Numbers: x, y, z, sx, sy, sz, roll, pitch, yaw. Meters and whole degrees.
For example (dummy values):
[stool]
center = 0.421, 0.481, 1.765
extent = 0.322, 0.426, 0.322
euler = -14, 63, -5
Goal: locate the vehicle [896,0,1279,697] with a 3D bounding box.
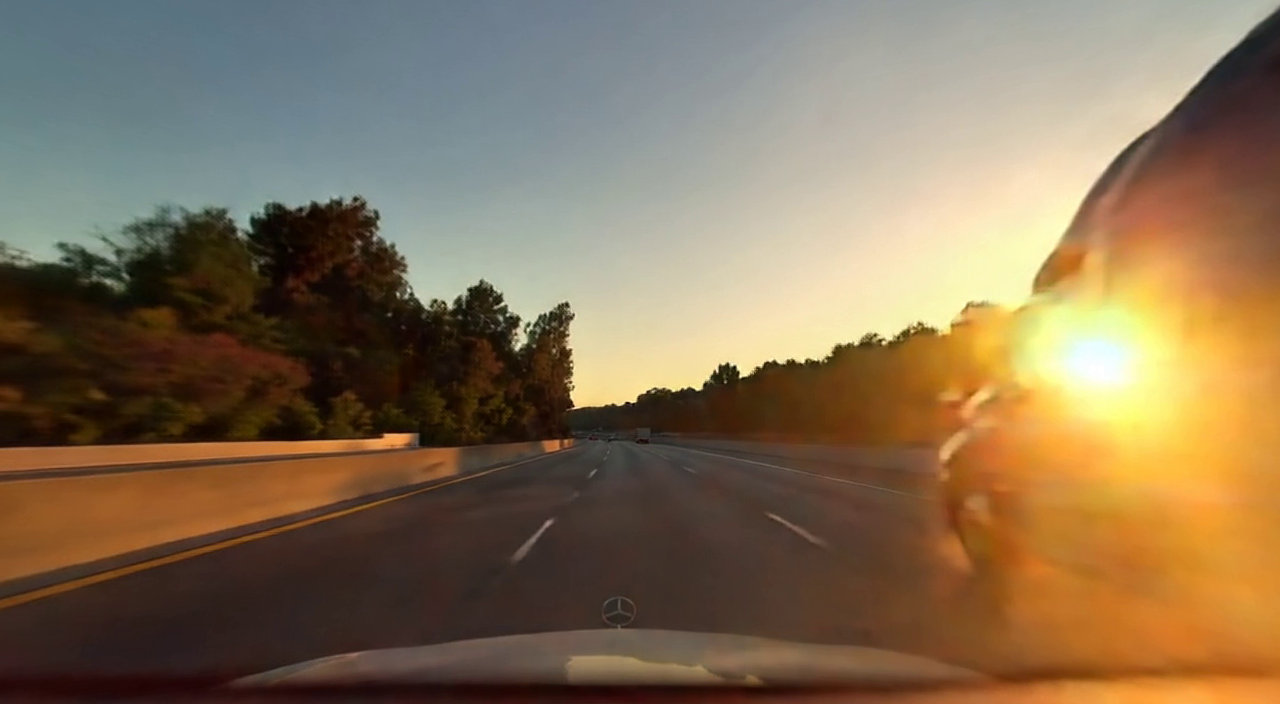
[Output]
[vehicle]
center = 4.798, -0.270, 2.687
extent = 2.985, 3.892, 9.938
euler = 0, -8, -1
